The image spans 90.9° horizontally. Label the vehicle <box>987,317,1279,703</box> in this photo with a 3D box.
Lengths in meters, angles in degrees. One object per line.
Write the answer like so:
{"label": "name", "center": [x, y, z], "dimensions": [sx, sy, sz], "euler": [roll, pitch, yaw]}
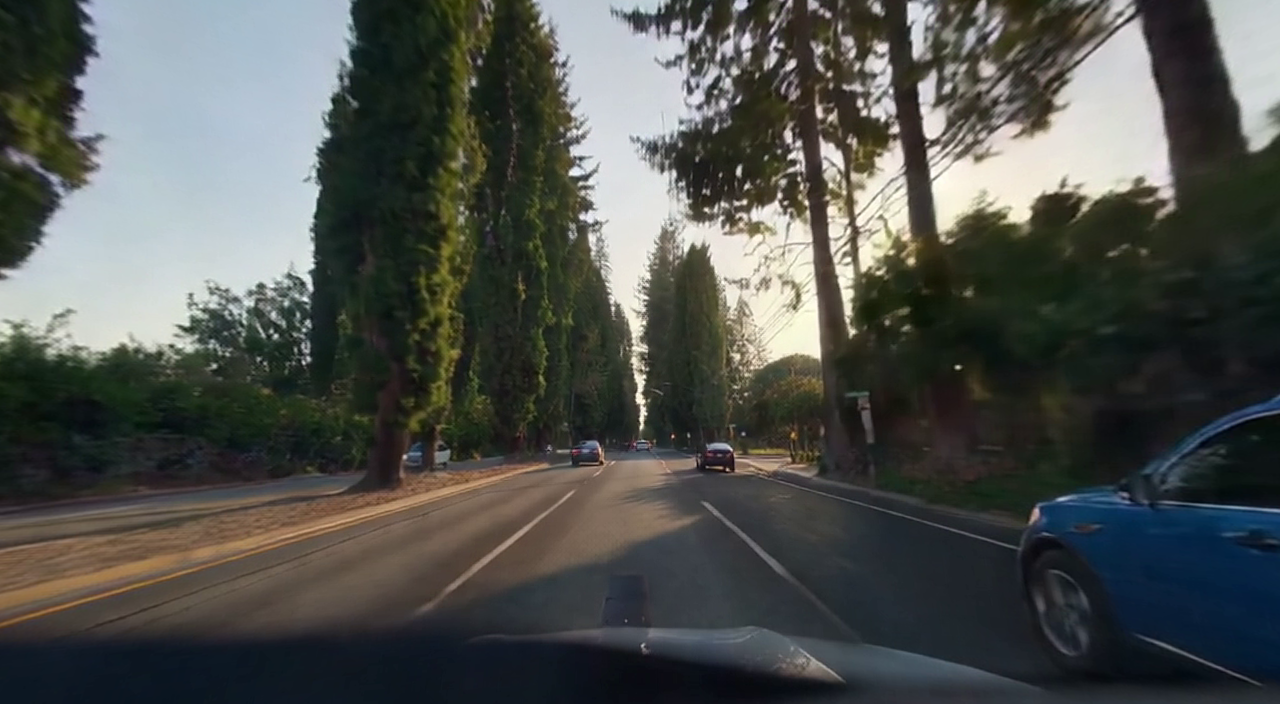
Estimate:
{"label": "vehicle", "center": [3.370, 0.702, 1.861], "dimensions": [2.182, 1.744, 4.464], "euler": [0, -8, 1]}

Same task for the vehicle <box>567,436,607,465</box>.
{"label": "vehicle", "center": [-3.263, 6.202, 39.892], "dimensions": [2.066, 1.725, 4.241], "euler": [0, -8, 1]}

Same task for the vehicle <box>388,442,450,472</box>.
{"label": "vehicle", "center": [-13.846, 6.592, 39.835], "dimensions": [2.168, 1.782, 4.746], "euler": [0, -8, 0]}

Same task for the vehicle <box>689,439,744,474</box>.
{"label": "vehicle", "center": [3.442, 4.768, 29.052], "dimensions": [1.906, 1.468, 4.422], "euler": [0, -8, -1]}
